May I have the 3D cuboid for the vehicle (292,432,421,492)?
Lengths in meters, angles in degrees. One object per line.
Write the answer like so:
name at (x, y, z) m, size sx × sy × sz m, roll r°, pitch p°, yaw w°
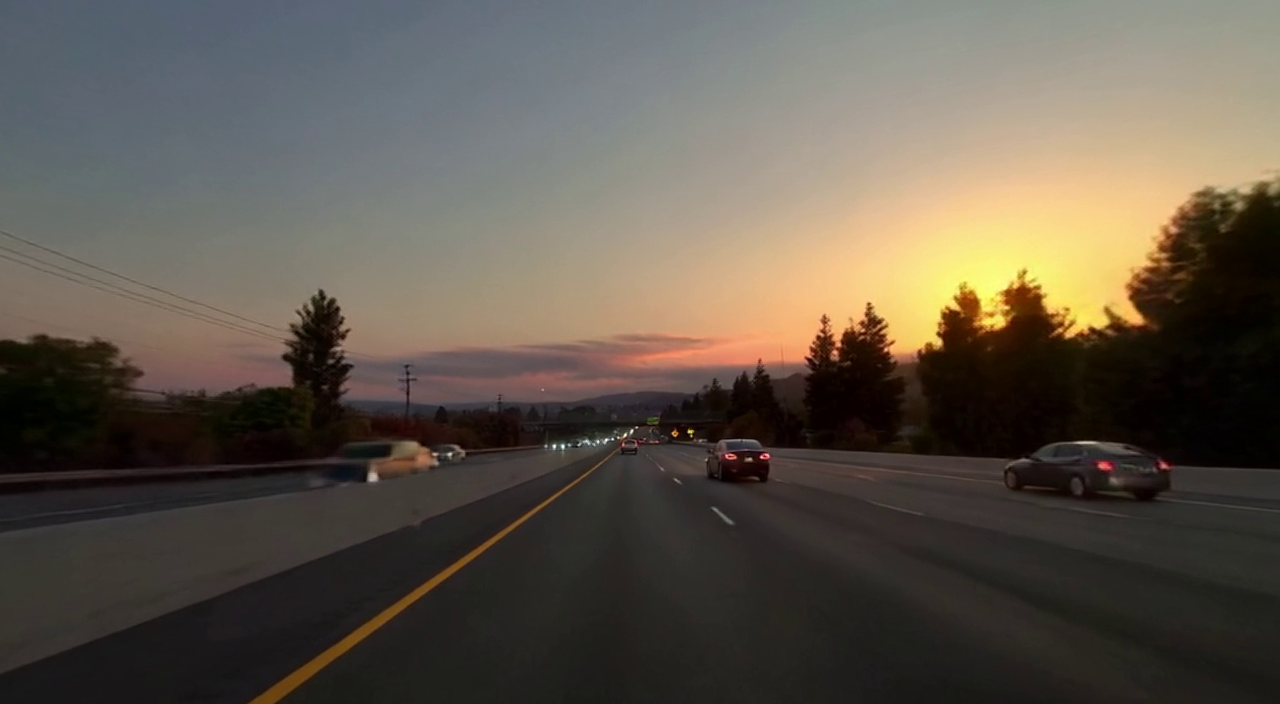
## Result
vehicle at (-7.878, 3.079, 18.021) m, size 1.860 × 1.503 × 3.883 m, roll 0°, pitch -9°, yaw 0°

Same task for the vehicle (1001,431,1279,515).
vehicle at (10.582, 2.577, 14.051) m, size 1.987 × 1.502 × 5.130 m, roll 0°, pitch -9°, yaw -1°

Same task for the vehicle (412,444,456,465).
vehicle at (-15.550, 7.734, 47.902) m, size 1.851 × 1.513 × 4.241 m, roll 0°, pitch -8°, yaw 0°

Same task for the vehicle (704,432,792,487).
vehicle at (3.419, 3.484, 20.774) m, size 2.018 × 1.600 × 4.121 m, roll 0°, pitch -9°, yaw -2°
